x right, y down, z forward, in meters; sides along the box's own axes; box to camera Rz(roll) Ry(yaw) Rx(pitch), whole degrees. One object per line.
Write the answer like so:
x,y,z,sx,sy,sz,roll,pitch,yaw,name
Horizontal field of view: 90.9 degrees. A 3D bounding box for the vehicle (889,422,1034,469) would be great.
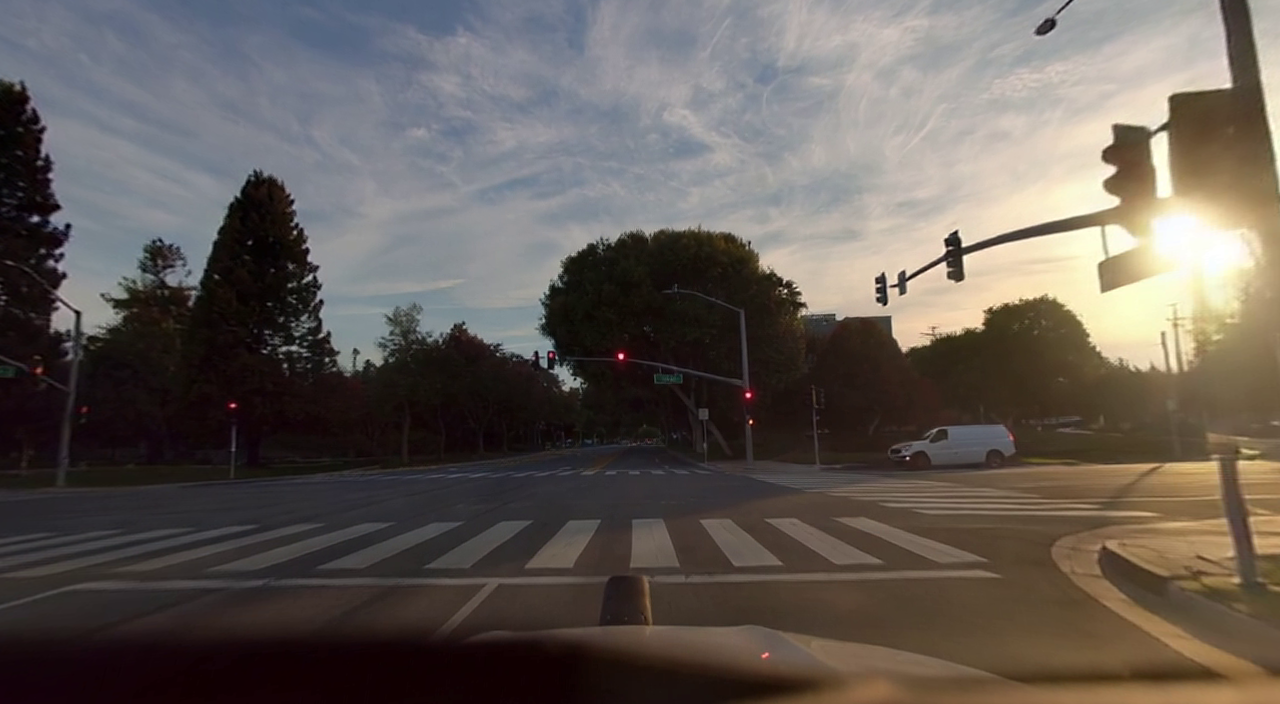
12.964,3.802,25.636,4.790,1.798,1.909,0,-8,1,vehicle
